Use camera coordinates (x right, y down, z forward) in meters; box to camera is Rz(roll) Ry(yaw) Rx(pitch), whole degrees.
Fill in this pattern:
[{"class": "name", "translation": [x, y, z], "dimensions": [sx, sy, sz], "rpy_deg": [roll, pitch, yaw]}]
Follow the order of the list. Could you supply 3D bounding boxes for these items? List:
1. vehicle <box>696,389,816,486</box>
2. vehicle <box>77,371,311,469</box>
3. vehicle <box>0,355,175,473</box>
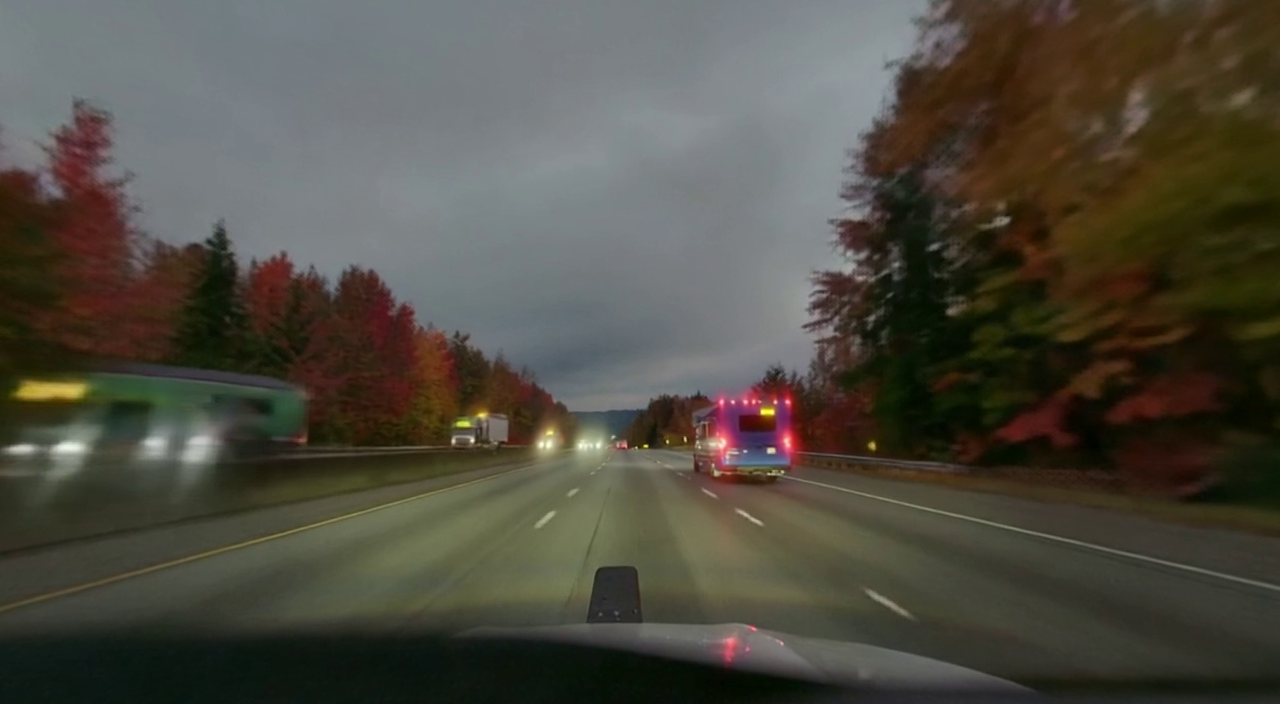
[{"class": "vehicle", "translation": [3.777, 3.037, 22.421], "dimensions": [2.815, 2.876, 7.101], "rpy_deg": [0, -8, -1]}, {"class": "vehicle", "translation": [-19.675, 3.296, 29.239], "dimensions": [2.795, 3.656, 11.197], "rpy_deg": [0, -8, -1]}, {"class": "vehicle", "translation": [-19.381, 2.224, 22.254], "dimensions": [3.298, 3.890, 2.971], "rpy_deg": [0, -8, -3]}]
